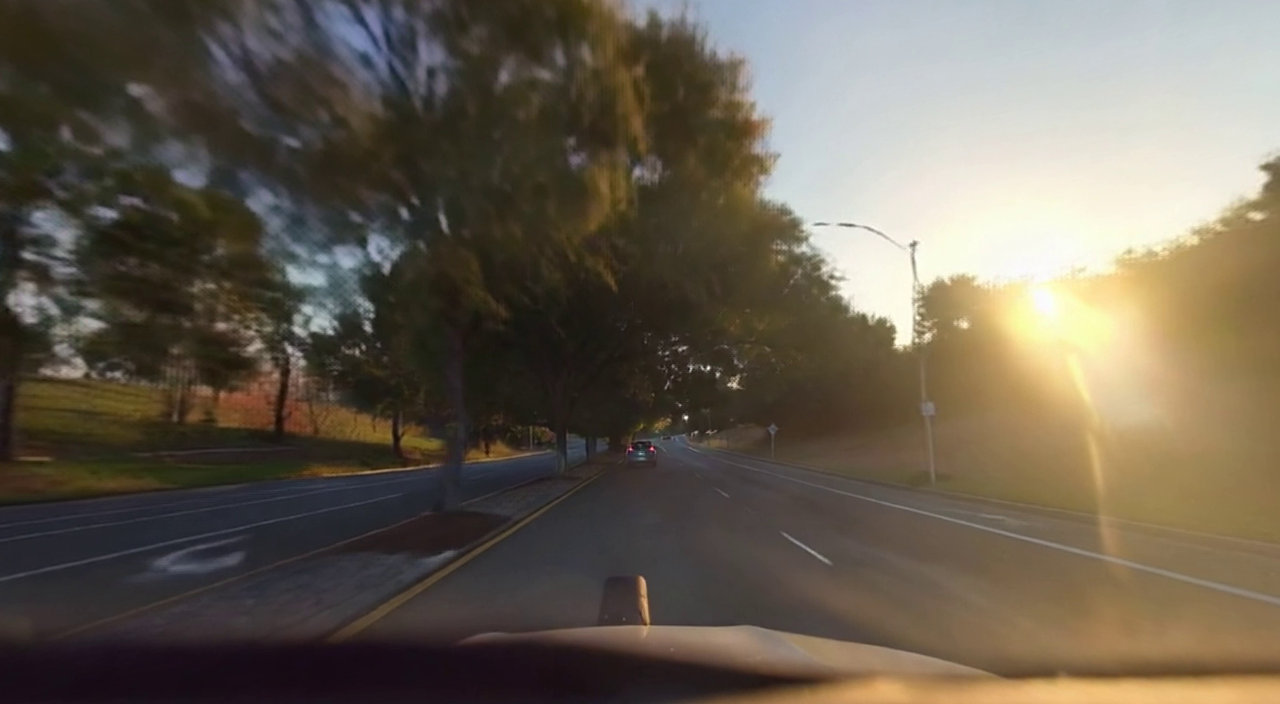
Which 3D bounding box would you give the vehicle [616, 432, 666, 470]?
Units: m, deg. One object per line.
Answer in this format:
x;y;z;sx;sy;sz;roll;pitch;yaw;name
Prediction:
0.089;4.815;30.619;2.256;1.734;4.176;0;-9;1;vehicle
